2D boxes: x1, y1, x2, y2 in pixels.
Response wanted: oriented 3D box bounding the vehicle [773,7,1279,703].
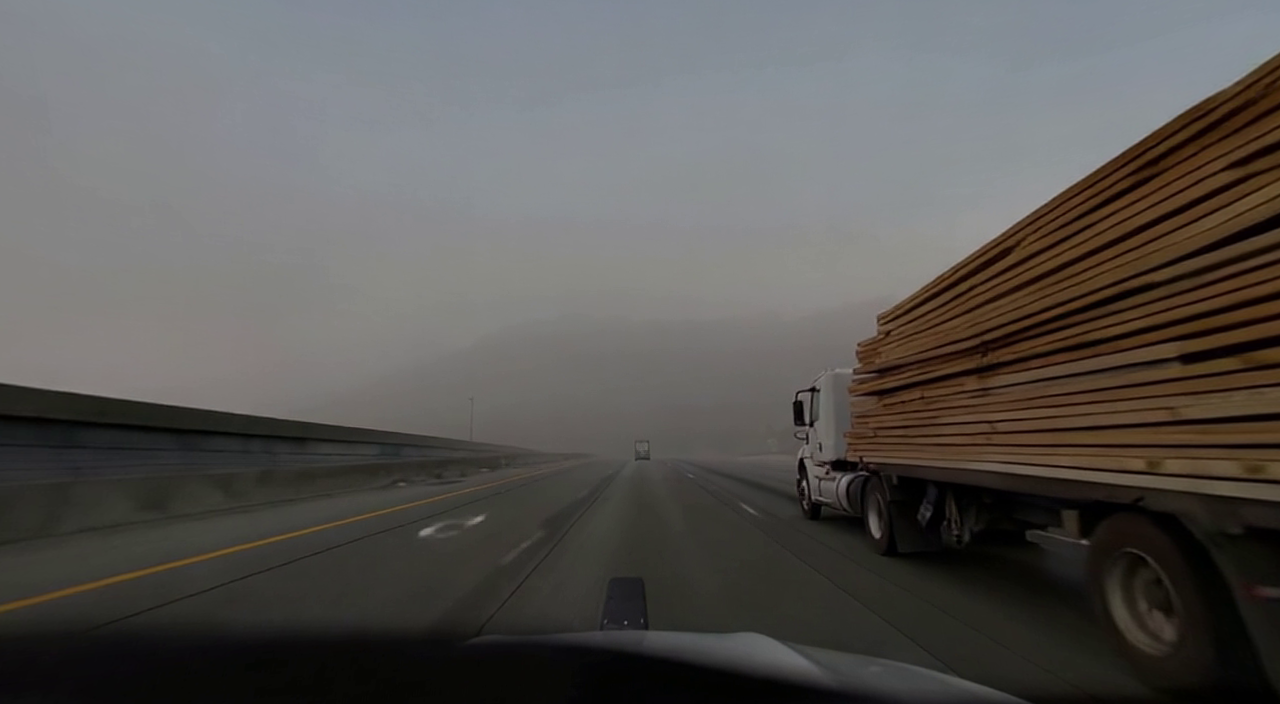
[{"bbox_3d":[4.074,0.828,6.012,3.326,3.089,10.642,-1,-9,0],"label":"vehicle"}]
